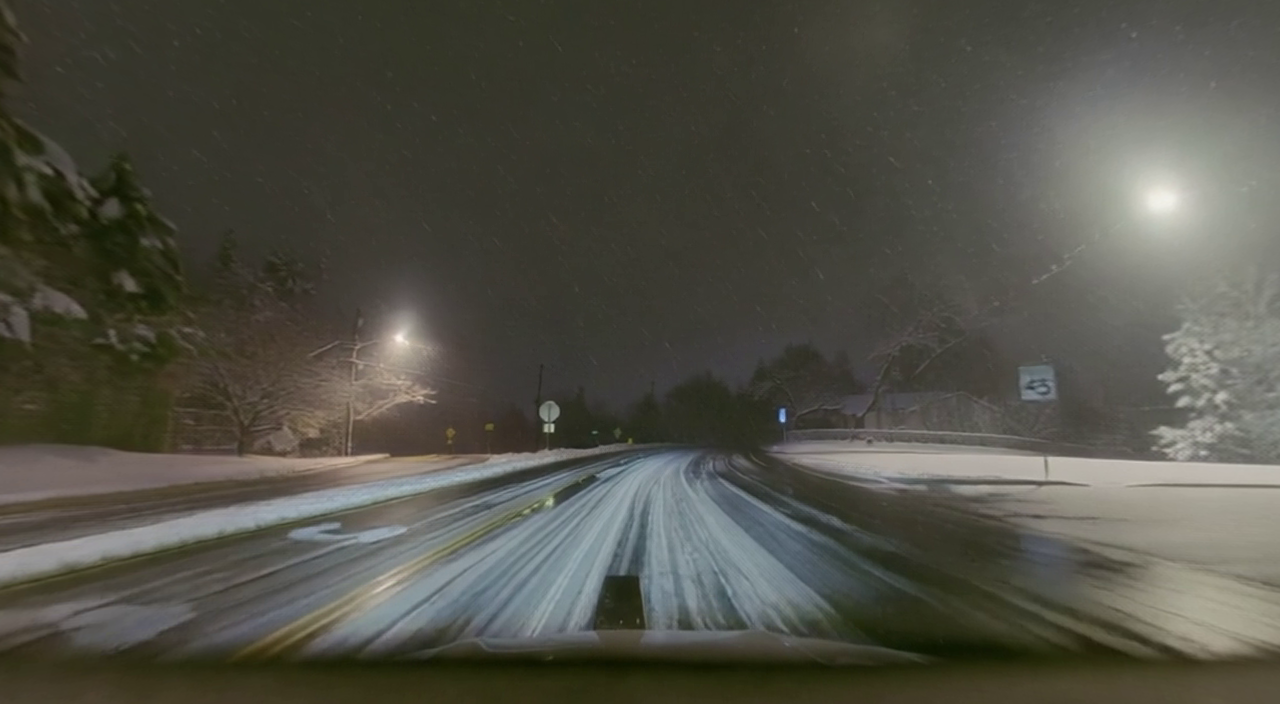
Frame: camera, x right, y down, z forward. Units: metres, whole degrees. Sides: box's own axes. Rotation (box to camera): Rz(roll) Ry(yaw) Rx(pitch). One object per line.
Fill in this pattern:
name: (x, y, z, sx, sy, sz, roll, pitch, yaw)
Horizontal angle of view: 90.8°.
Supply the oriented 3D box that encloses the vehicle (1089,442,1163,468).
vehicle: (31.143, 6.680, 40.685, 1.807, 1.443, 4.905, -1, -11, 13)
